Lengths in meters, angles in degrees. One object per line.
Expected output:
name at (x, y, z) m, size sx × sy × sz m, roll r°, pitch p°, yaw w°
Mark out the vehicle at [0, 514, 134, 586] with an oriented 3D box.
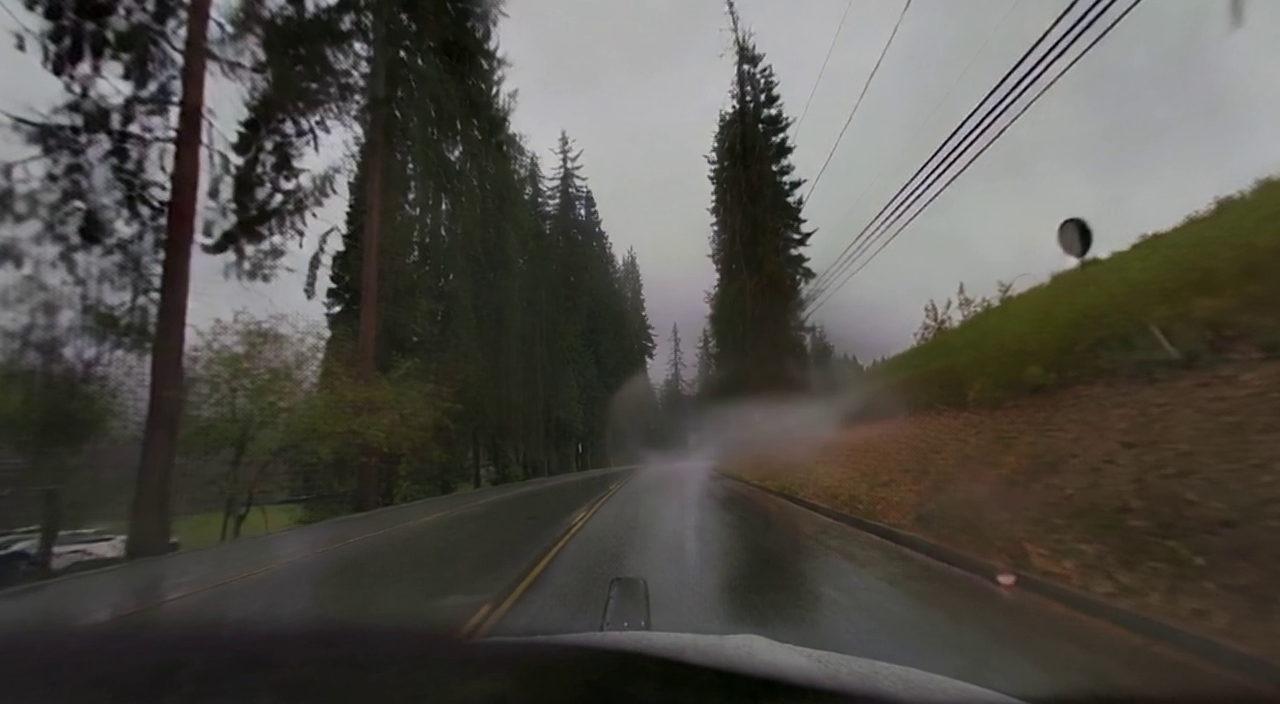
vehicle at (-18.926, 6.231, 20.082) m, size 4.018 × 1.791 × 1.978 m, roll -1°, pitch -7°, yaw 7°
